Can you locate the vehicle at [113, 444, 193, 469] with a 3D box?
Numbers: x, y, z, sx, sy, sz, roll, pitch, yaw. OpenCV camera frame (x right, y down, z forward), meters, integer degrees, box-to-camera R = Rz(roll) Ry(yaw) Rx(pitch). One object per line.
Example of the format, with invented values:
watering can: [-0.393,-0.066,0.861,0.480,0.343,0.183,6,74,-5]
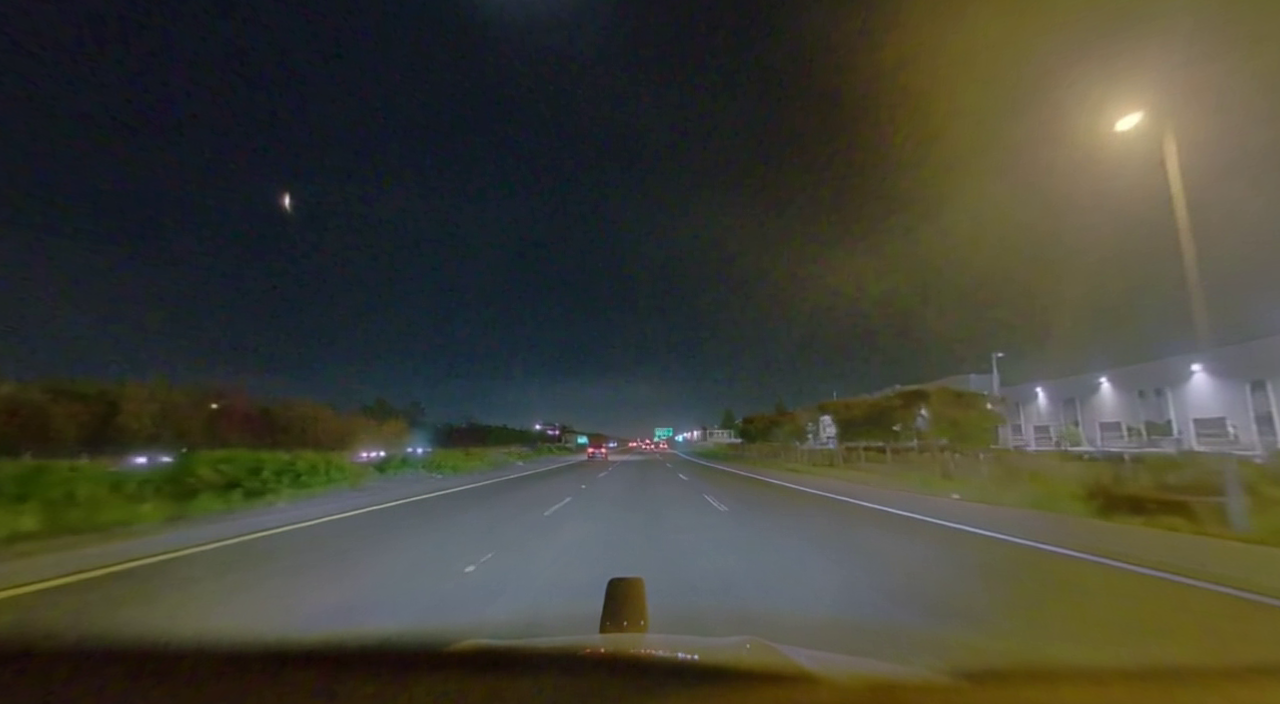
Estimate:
vehicle: [-35.813,7.688,46.527,1.948,1.780,4.781,0,-9,1]

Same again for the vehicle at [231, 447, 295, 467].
vehicle: [-28.415,7.916,47.734,1.855,1.480,4.724,0,-9,1]
